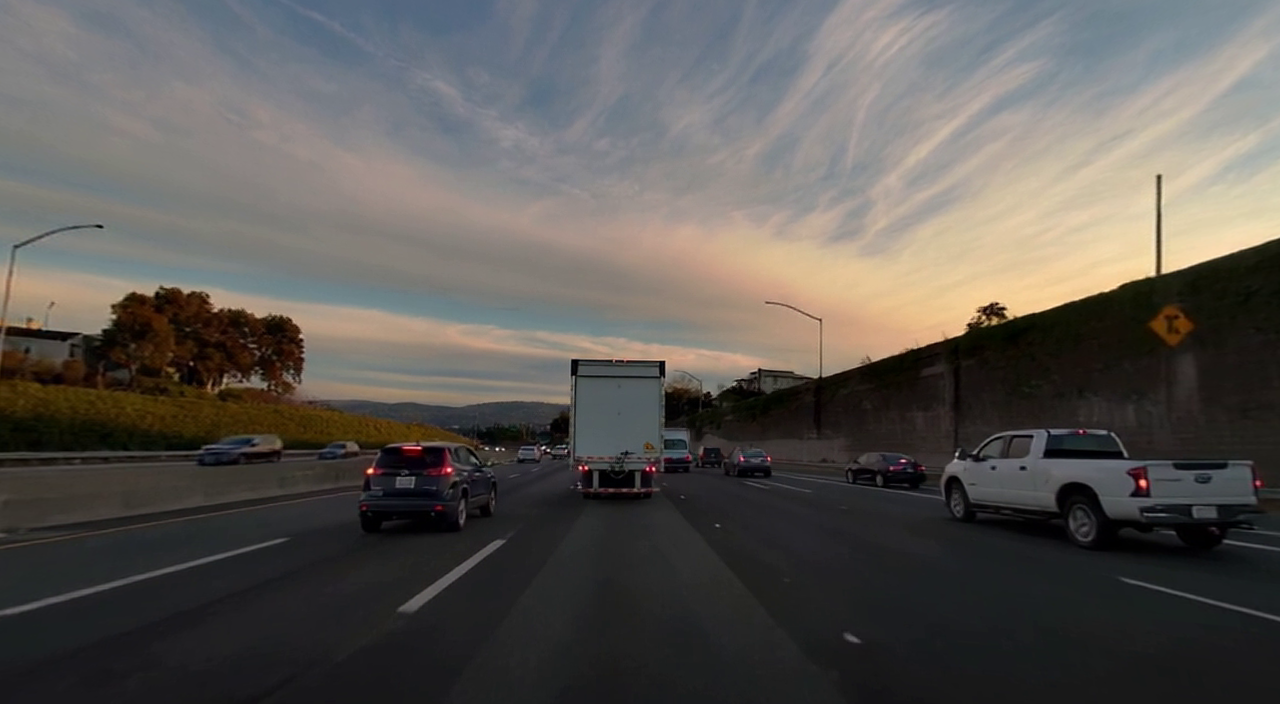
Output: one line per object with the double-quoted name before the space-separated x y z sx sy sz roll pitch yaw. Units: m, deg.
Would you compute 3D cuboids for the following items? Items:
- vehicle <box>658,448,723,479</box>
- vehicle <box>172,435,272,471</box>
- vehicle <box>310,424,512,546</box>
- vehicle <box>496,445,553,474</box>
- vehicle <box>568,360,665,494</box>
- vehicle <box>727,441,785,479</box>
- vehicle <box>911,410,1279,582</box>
"vehicle" 2.615 6.257 35.885 3.009 1.501 8.887 0 -9 0
"vehicle" -19.665 4.773 29.965 1.857 1.550 4.200 0 -9 -1
"vehicle" -3.542 2.127 10.735 1.946 1.641 4.105 0 -9 -1
"vehicle" -6.257 5.898 34.876 1.973 1.471 4.779 -1 -9 4
"vehicle" -0.750 3.053 24.478 2.906 4.040 10.743 0 -9 0
"vehicle" 6.203 5.815 34.301 2.070 1.888 4.546 0 -9 -2
"vehicle" 6.170 1.844 9.033 2.188 1.731 5.031 0 -9 -2
